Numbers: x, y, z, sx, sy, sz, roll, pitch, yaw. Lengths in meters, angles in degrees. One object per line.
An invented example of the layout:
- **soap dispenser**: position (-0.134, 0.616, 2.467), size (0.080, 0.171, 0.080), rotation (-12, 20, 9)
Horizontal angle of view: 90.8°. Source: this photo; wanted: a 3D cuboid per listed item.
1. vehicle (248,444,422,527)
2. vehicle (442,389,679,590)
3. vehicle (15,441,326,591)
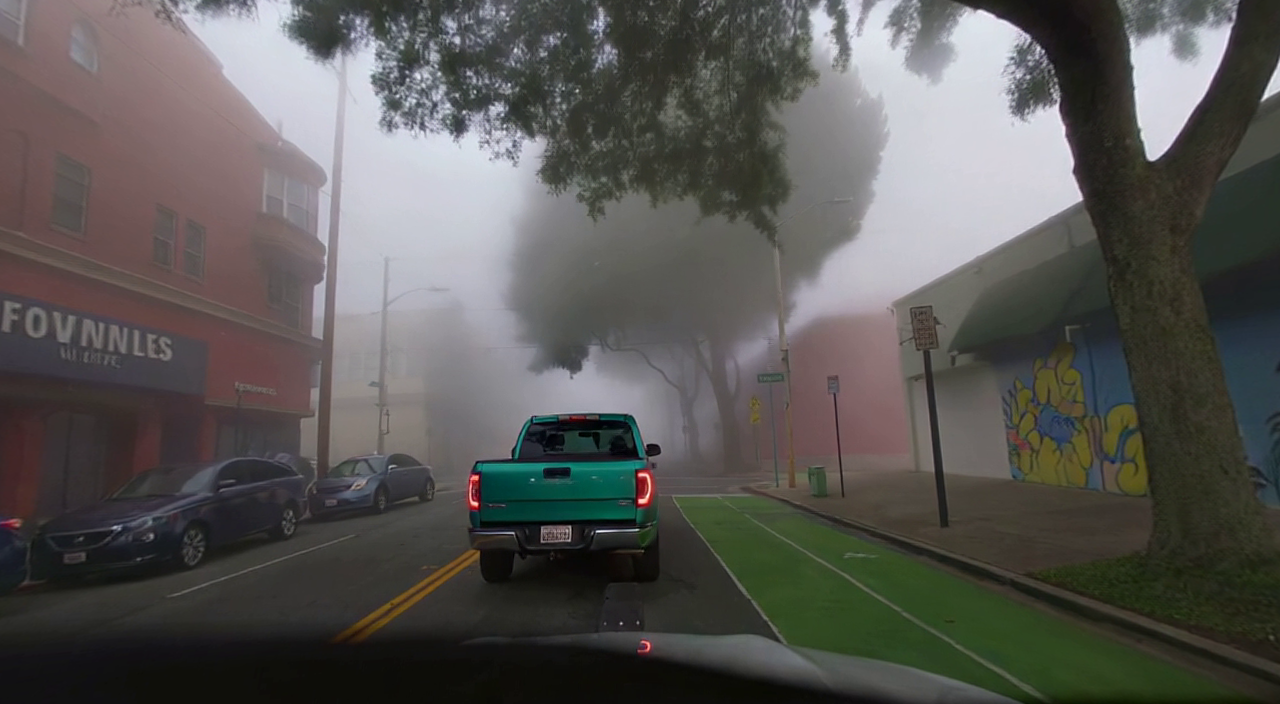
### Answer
- **vehicle**: position (-7.396, 3.228, 16.058), size (1.884, 1.730, 5.076), rotation (0, -8, 0)
- **vehicle**: position (-0.715, 1.633, 8.321), size (2.215, 1.882, 4.611), rotation (0, -8, 1)
- **vehicle**: position (-7.168, 2.423, 10.385), size (1.882, 1.686, 4.489), rotation (-6, -8, -3)
